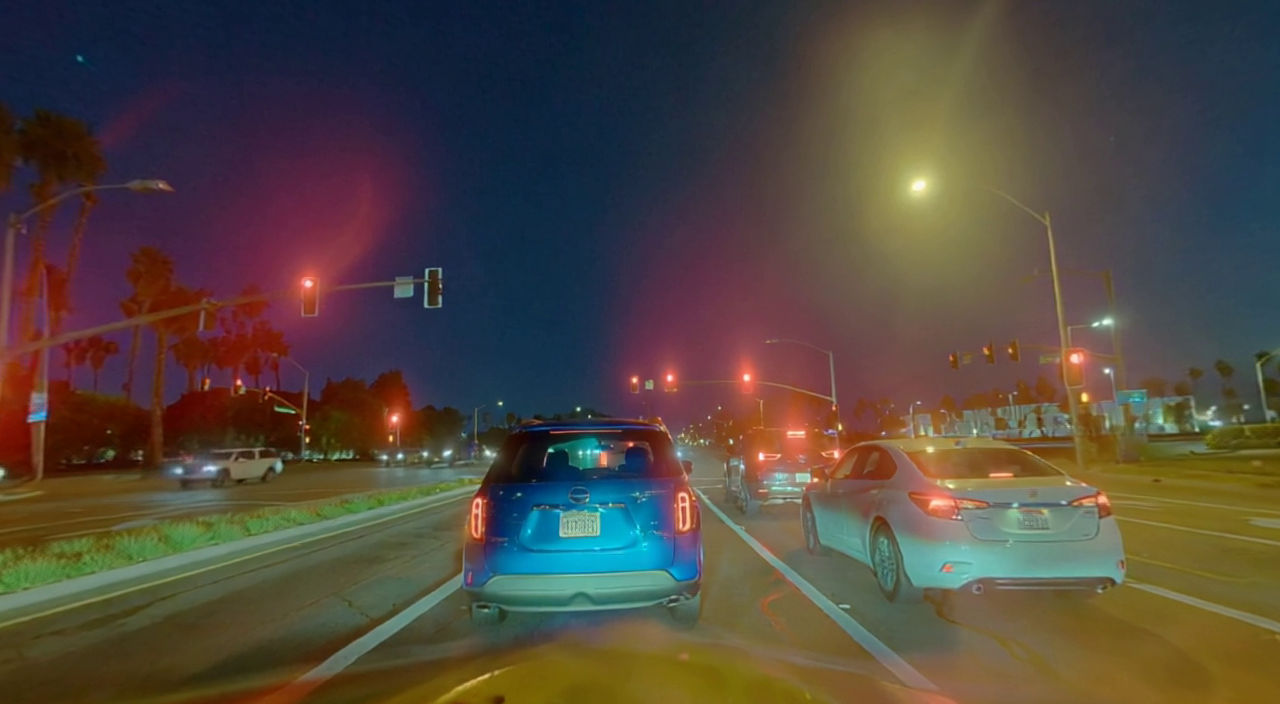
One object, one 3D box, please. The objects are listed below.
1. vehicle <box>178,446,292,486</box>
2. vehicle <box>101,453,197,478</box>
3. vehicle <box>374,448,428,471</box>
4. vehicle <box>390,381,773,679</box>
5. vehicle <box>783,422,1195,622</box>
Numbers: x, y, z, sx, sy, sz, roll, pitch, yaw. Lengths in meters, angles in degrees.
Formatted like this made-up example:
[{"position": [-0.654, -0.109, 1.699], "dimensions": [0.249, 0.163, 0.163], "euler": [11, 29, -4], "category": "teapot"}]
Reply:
[{"position": [-19.826, 5.541, 31.068], "dimensions": [2.119, 1.786, 5.252], "euler": [0, -9, 0], "category": "vehicle"}, {"position": [-36.777, 8.513, 47.101], "dimensions": [5.347, 1.785, 2.123], "euler": [0, -8, 1], "category": "vehicle"}, {"position": [-16.784, 7.568, 44.315], "dimensions": [1.951, 1.500, 4.372], "euler": [0, -9, 1], "category": "vehicle"}, {"position": [-0.335, 1.314, 5.689], "dimensions": [2.172, 1.694, 4.055], "euler": [0, -8, 0], "category": "vehicle"}, {"position": [3.119, 1.605, 6.985], "dimensions": [1.971, 1.473, 4.495], "euler": [0, -8, 0], "category": "vehicle"}]
